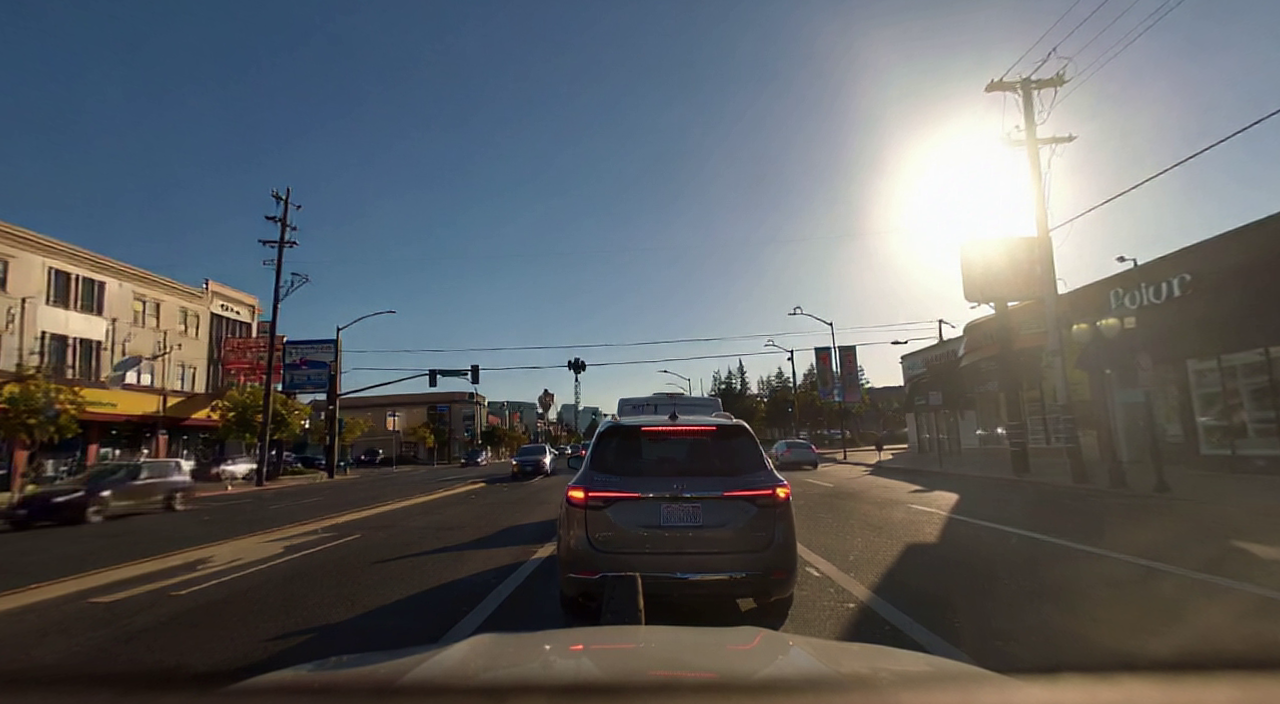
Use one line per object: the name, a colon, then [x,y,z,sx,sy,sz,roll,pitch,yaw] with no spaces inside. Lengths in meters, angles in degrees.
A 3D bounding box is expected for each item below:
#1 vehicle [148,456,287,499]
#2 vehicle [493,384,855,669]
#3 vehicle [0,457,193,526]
vehicle: [-18.588,5.485,27.980,1.981,1.659,4.608,-5,-10,29]
vehicle: [0.201,1.310,5.732,2.125,1.669,3.880,0,-8,0]
vehicle: [-14.181,3.562,16.544,1.991,1.486,3.844,0,-8,1]
